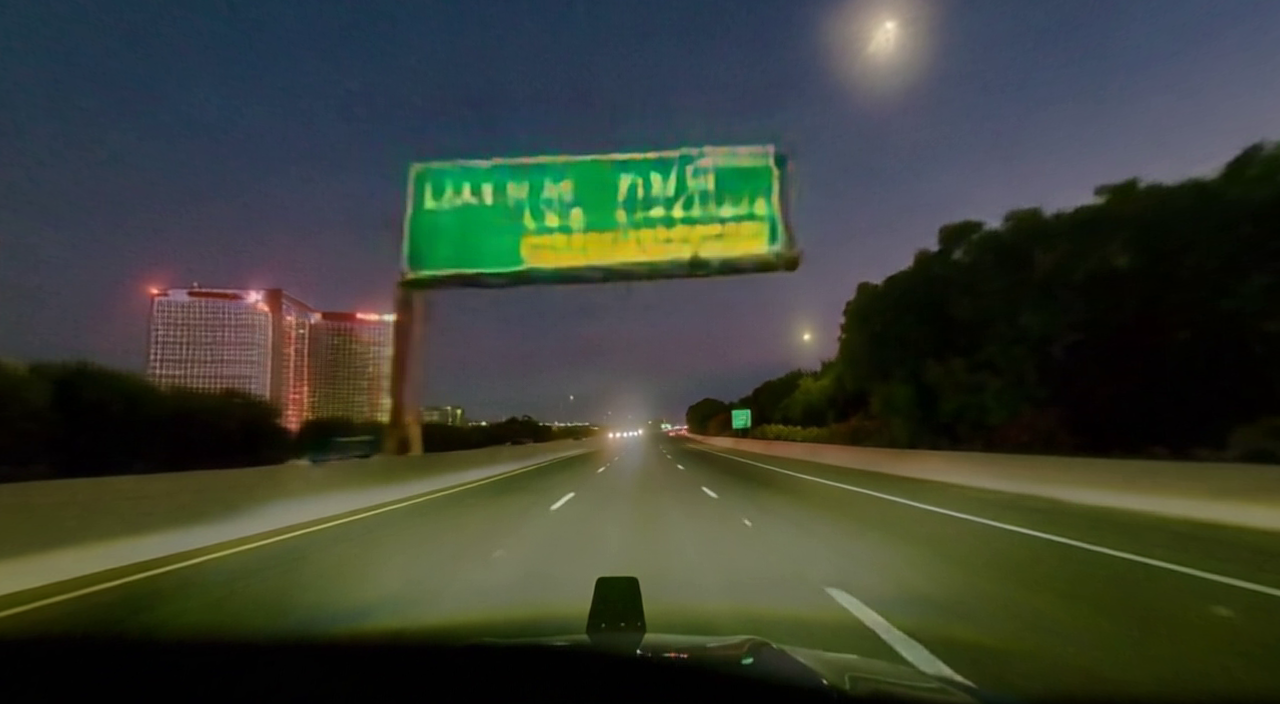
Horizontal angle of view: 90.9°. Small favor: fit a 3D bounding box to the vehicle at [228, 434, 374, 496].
[{"bbox_3d":[-10.987,3.676,20.971,2.136,1.808,4.782,0,-8,0],"label":"vehicle"}]
